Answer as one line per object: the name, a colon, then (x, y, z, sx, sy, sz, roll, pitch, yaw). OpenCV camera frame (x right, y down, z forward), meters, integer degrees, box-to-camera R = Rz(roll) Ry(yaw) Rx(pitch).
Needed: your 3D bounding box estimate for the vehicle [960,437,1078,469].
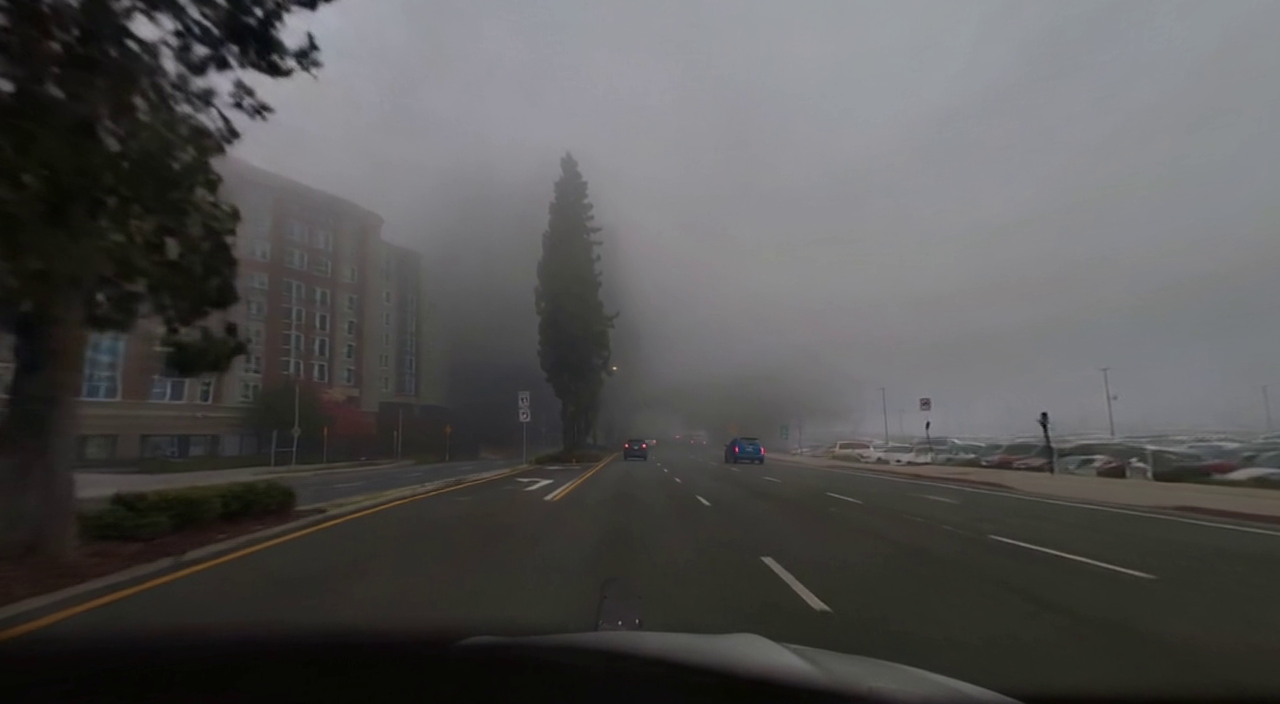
vehicle: (19.129, 5.125, 31.948, 4.644, 1.552, 1.980, -1, -9, 4)

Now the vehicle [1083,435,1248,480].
vehicle: (20.009, 4.011, 24.130, 4.485, 1.608, 1.955, 0, -9, 0)

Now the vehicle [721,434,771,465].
vehicle: (6.568, 6.100, 39.517, 2.136, 1.799, 4.796, 0, -9, -2)

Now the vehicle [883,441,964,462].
vehicle: (19.741, 6.948, 43.952, 4.653, 1.438, 1.939, 0, -9, -2)
